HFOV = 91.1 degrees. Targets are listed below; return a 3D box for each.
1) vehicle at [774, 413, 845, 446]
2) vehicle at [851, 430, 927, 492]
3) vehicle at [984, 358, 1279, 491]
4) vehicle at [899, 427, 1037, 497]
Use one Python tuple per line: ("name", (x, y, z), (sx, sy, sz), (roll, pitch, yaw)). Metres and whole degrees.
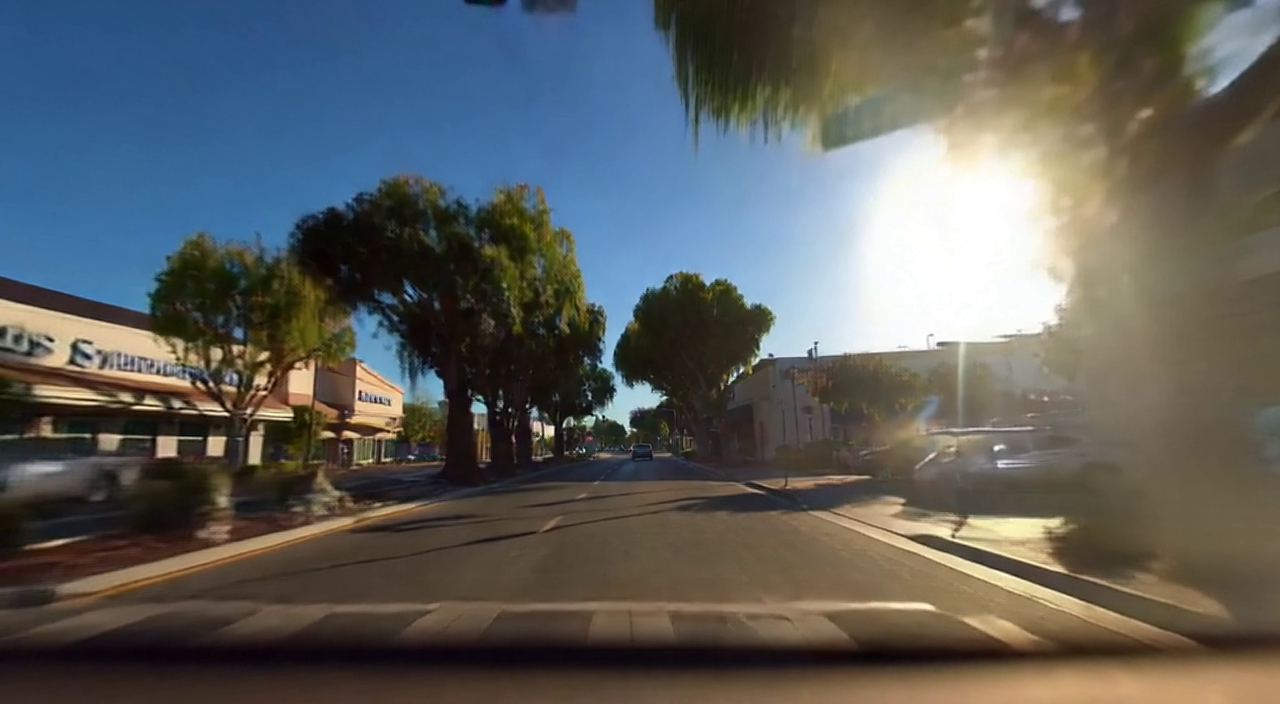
("vehicle", (11.865, 5.487, 43.796), (5.186, 2.000, 2.226), (10, -13, -41))
("vehicle", (9.546, 4.343, 24.448), (1.917, 1.876, 4.629), (-6, -16, 12))
("vehicle", (15.907, 2.628, 21.009), (2.814, 3.328, 10.467), (0, -9, 0))
("vehicle", (9.529, 3.268, 18.642), (1.655, 1.820, 3.969), (1, -10, -5))
